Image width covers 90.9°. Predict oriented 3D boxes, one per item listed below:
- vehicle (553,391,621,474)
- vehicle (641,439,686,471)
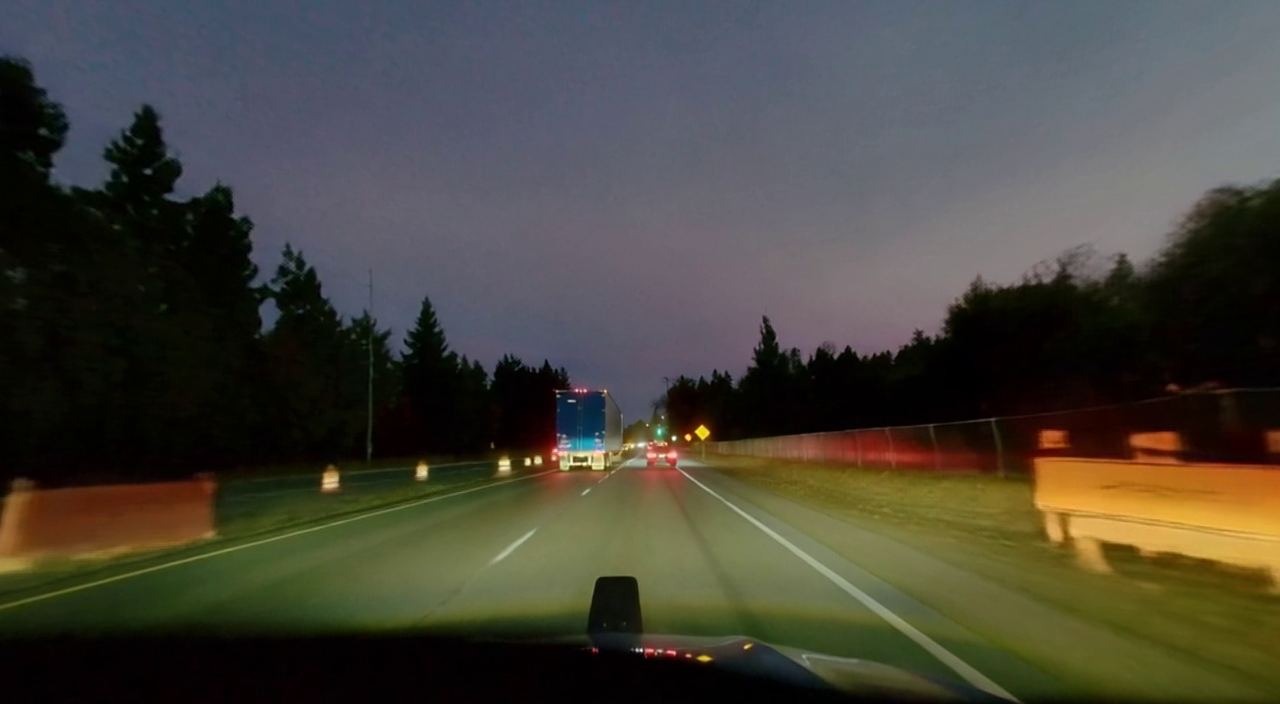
[{"bbox_3d":[-2.922,5.164,39.650,2.906,4.115,15.715,0,-8,0],"label":"vehicle"},{"bbox_3d":[1.209,5.693,35.081,2.304,1.675,4.462,0,-8,0],"label":"vehicle"}]
